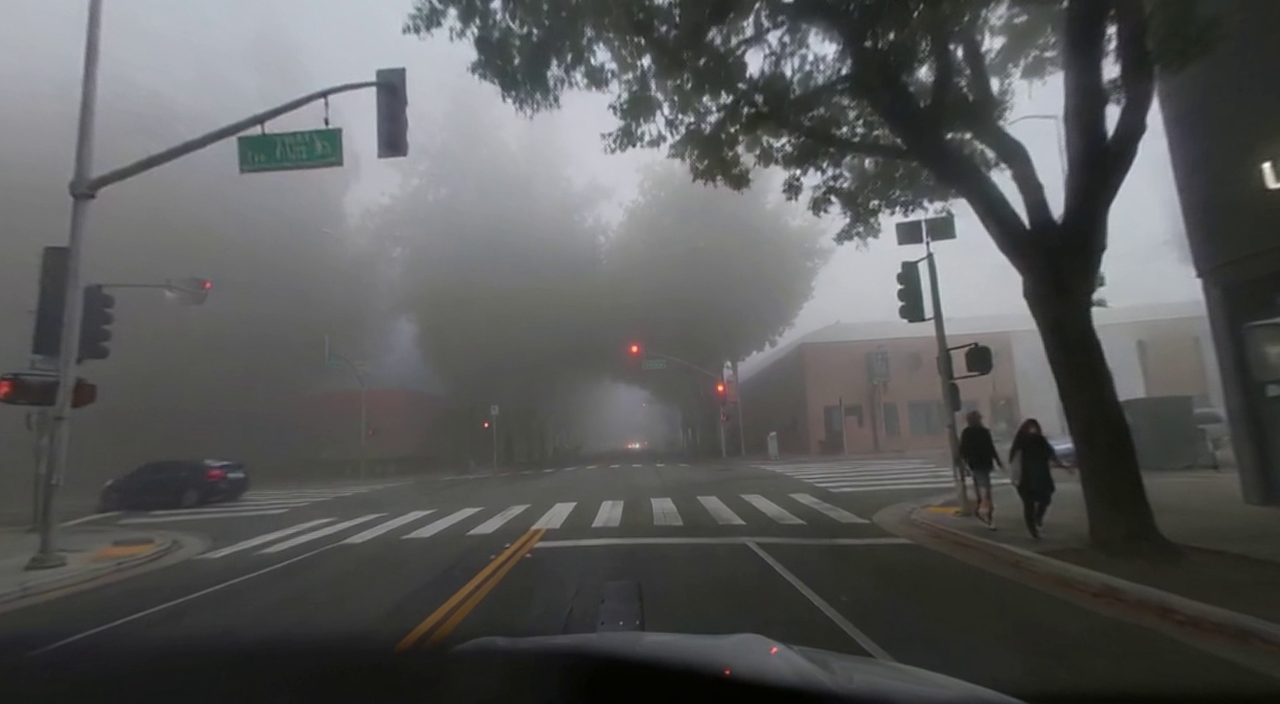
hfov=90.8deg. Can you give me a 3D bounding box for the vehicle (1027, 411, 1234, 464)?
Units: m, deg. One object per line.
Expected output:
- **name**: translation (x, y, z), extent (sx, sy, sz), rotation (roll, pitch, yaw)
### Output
- **vehicle**: translation (14.532, 2.581, 18.923), extent (4.632, 1.484, 1.907), rotation (0, -9, -2)

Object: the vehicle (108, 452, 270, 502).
- **vehicle**: translation (-15.849, 4.388, 22.302), extent (4.624, 1.478, 2.118), rotation (-4, -7, 14)
